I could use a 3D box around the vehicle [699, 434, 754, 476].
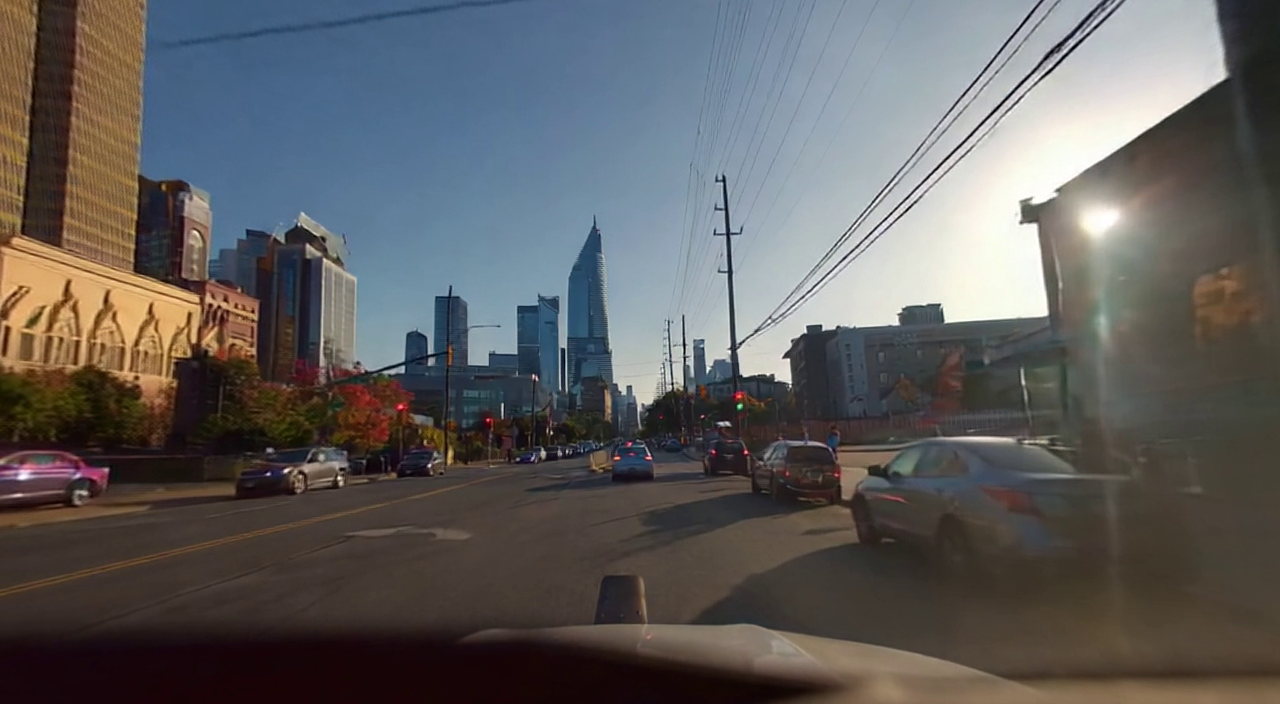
[{"bbox_3d":[3.914,4.752,29.359,2.015,1.780,4.261,0,-8,1],"label":"vehicle"}]

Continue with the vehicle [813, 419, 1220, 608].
[{"bbox_3d":[3.783,1.686,7.598,1.944,1.530,4.539,2,-8,-3],"label":"vehicle"}]

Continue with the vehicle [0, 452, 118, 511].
[{"bbox_3d":[-18.246,3.790,18.268,4.564,1.503,2.081,-4,-9,2],"label":"vehicle"}]

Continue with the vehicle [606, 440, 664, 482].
[{"bbox_3d":[-0.215,4.134,24.336,2.049,1.453,4.299,0,-8,-1],"label":"vehicle"}]

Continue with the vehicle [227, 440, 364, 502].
[{"bbox_3d":[-12.175,4.191,22.845,2.071,1.814,5.185,-5,-8,0],"label":"vehicle"}]

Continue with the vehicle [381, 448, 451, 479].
[{"bbox_3d":[-11.970,5.980,34.143,1.980,1.502,4.655,0,-8,1],"label":"vehicle"}]

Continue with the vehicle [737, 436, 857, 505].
[{"bbox_3d":[3.883,2.981,16.356,2.003,1.524,3.868,0,-8,-2],"label":"vehicle"}]
